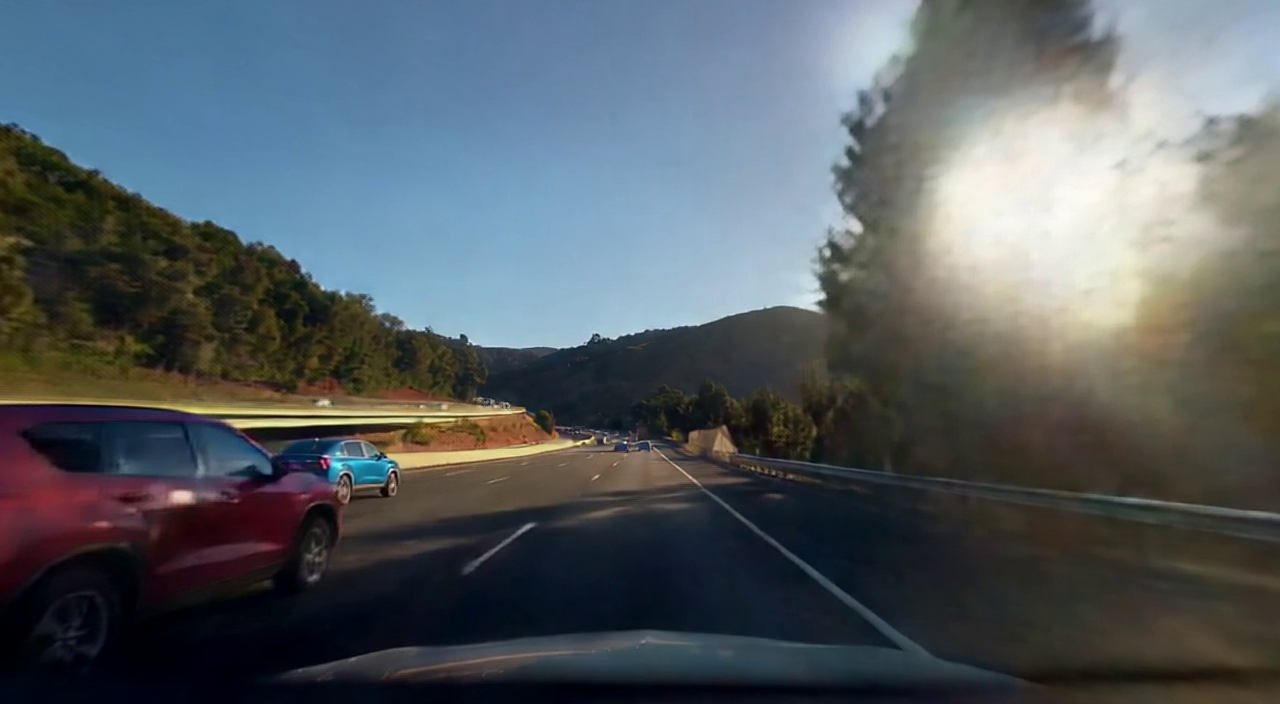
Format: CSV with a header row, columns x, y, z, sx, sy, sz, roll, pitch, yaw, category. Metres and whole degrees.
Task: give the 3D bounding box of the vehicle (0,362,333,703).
x,y,z,sx,sy,sz,roll,pitch,yaw,category
-3.620,0.965,3.153,1.983,1.663,4.290,0,-9,0,vehicle
